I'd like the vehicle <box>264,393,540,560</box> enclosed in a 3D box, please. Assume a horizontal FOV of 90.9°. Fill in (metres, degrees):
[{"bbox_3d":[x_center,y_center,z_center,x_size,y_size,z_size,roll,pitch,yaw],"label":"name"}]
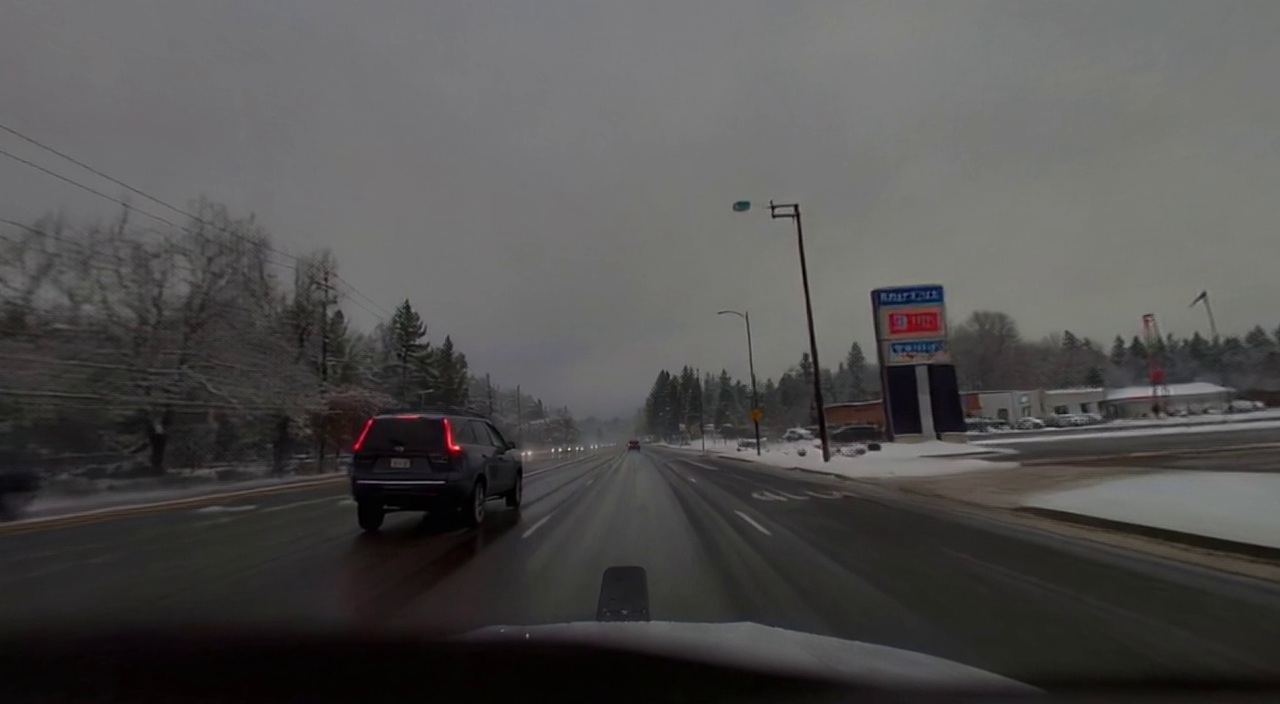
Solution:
[{"bbox_3d":[-3.015,1.718,9.426,2.190,1.844,4.751,0,-8,1],"label":"vehicle"}]
